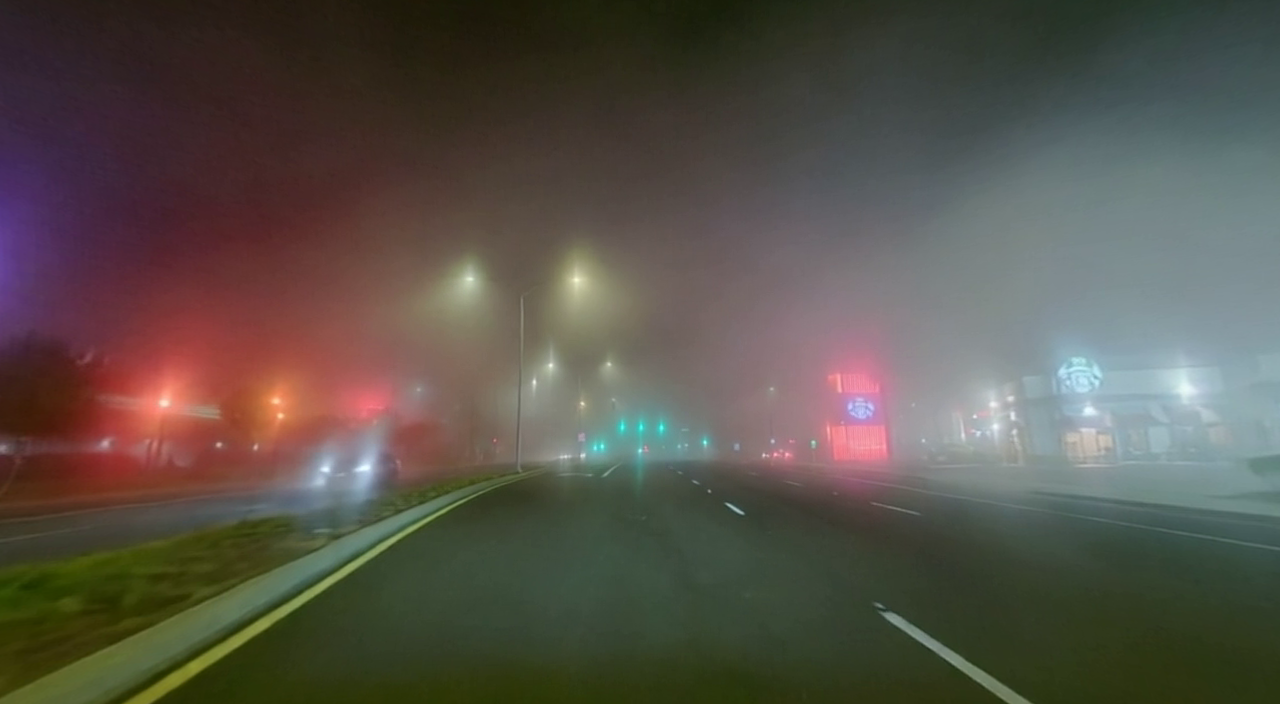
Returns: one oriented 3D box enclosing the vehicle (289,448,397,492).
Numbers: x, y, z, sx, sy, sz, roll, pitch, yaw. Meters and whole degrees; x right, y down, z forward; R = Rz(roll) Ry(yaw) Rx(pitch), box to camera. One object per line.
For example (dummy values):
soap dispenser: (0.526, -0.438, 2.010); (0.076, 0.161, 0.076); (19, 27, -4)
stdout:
vehicle: (-10.938, 4.344, 23.709); (1.929, 1.476, 4.590); (0, -9, -2)
